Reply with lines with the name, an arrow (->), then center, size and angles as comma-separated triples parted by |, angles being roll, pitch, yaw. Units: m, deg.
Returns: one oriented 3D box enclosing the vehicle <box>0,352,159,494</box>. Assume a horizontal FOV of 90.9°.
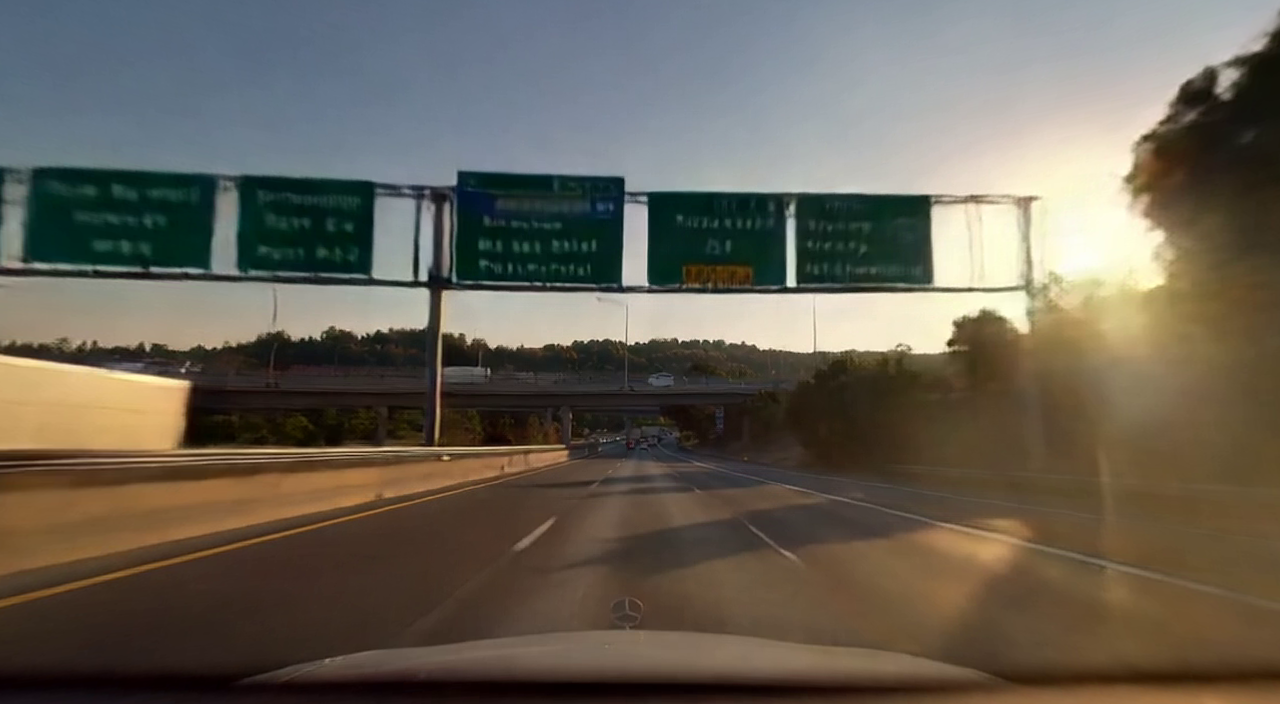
vehicle -> -19.325, 1.680, 15.612 | 3.084, 3.900, 14.884 | 0, -9, 0
